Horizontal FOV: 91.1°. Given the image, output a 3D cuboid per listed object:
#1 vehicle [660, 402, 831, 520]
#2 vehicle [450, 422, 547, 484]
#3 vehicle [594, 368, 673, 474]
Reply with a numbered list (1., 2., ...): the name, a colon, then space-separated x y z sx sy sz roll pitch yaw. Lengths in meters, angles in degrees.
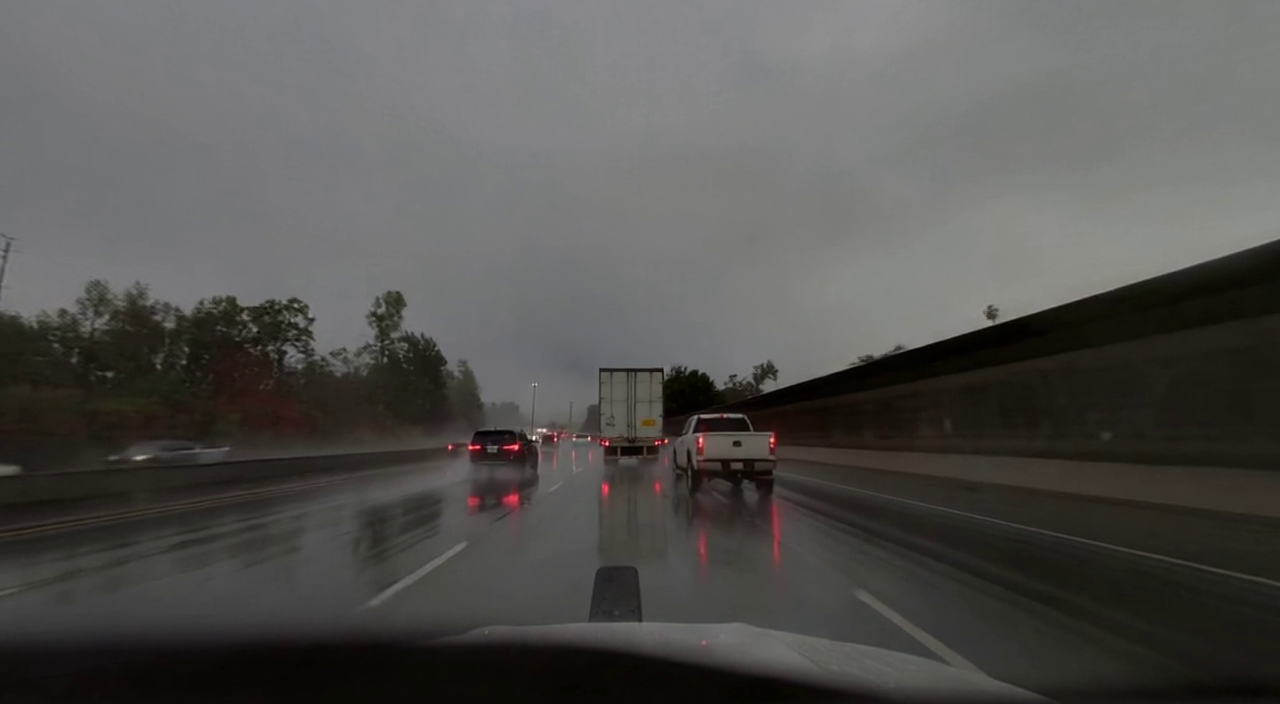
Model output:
1. vehicle: 1.756 2.055 12.462 2.118 1.832 4.901 1 -8 -5
2. vehicle: -4.382 3.186 20.229 2.134 1.752 4.375 0 -8 0
3. vehicle: -0.546 3.245 28.660 2.904 3.915 10.473 0 -8 -3
